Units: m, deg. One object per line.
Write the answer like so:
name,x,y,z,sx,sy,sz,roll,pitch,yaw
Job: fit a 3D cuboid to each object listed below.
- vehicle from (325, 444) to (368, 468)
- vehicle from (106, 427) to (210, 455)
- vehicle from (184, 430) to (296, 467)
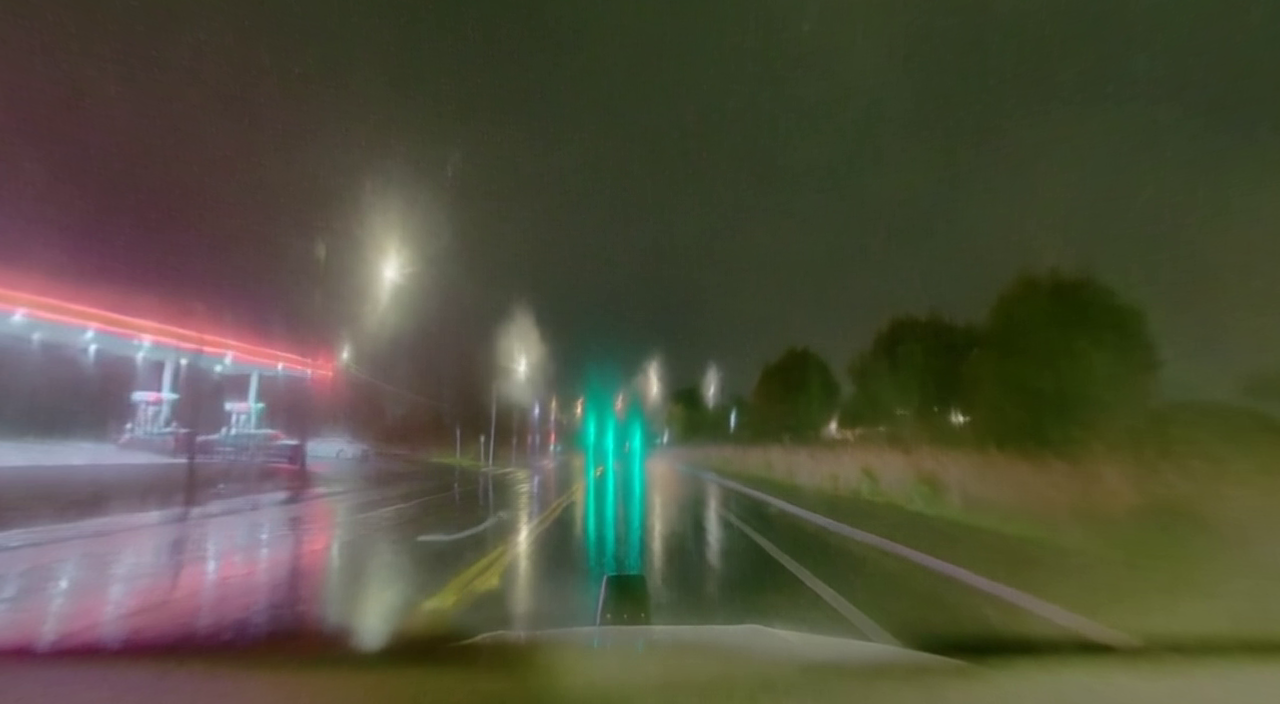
vehicle,-19.319,6.882,41.702,1.885,1.490,4.474,4,-10,-17
vehicle,-27.998,5.186,36.680,4.505,1.523,1.873,8,-12,-42
vehicle,-21.702,5.244,34.320,4.907,1.827,2.121,6,-10,-34
